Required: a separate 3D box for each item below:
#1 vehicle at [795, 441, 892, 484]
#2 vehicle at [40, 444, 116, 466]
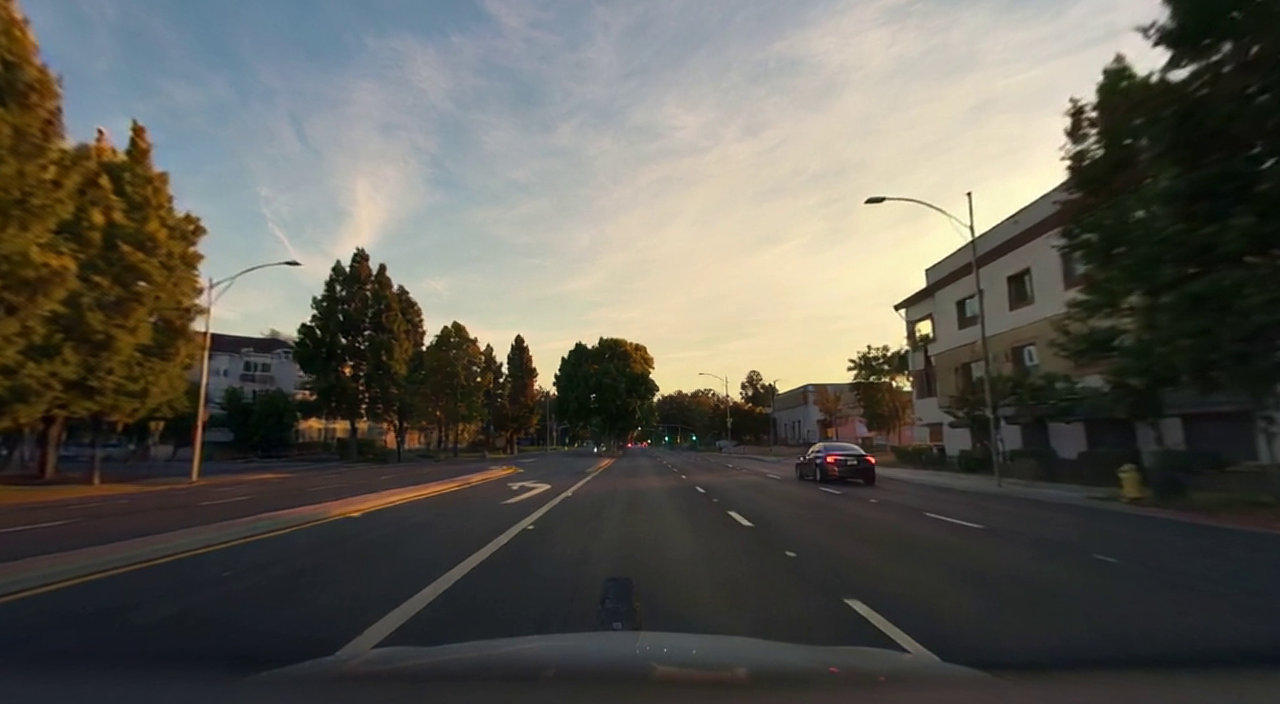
[{"bbox_3d":[7.431,4.071,23.546,2.054,1.421,4.487,0,-8,-1],"label":"vehicle"},{"bbox_3d":[-41.549,7.591,46.636,3.662,1.533,1.819,3,-9,-19],"label":"vehicle"}]
